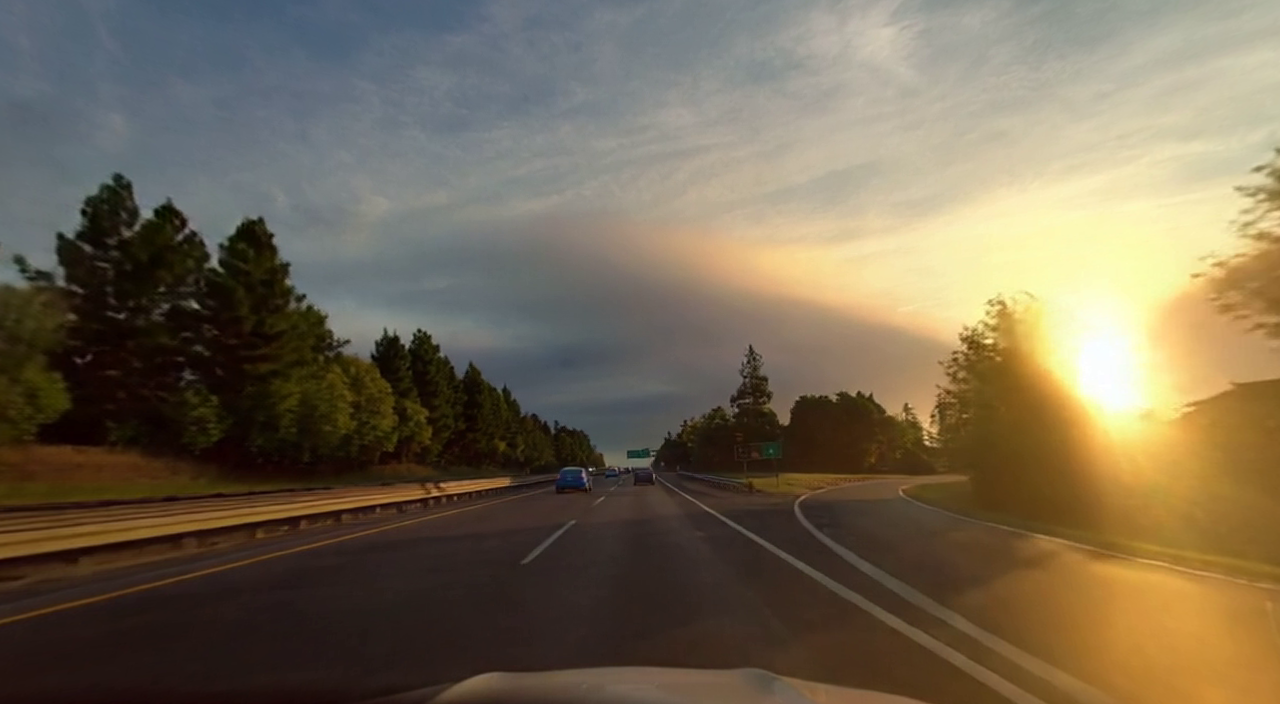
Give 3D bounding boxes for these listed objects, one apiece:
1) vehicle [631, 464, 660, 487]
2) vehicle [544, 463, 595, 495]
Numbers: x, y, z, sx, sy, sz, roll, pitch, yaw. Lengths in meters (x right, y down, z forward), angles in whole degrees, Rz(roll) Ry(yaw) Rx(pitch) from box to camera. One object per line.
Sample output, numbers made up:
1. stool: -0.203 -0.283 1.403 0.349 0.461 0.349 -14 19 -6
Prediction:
1. vehicle: 0.373 9.285 47.334 2.065 1.596 3.869 1 -11 0
2. vehicle: -3.535 6.530 32.548 2.047 1.523 4.279 1 -11 1
